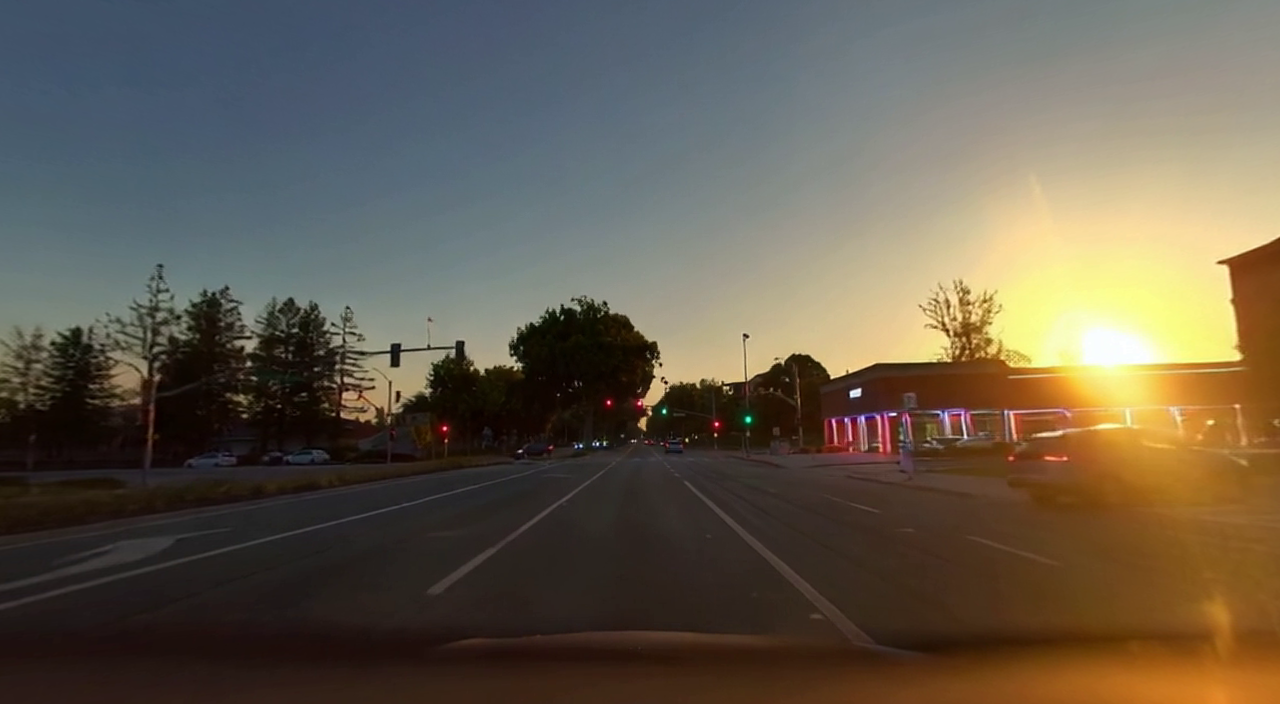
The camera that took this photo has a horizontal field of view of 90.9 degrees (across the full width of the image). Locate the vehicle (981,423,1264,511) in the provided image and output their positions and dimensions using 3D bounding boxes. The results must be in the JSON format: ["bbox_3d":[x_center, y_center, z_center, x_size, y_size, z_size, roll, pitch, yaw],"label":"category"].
[{"bbox_3d":[9.452,2.277,12.683,4.007,1.591,1.915,-1,-8,3],"label":"vehicle"}]

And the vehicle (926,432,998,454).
[{"bbox_3d":[22.447,6.323,43.950,4.694,1.481,1.884,4,-9,-25],"label":"vehicle"}]
